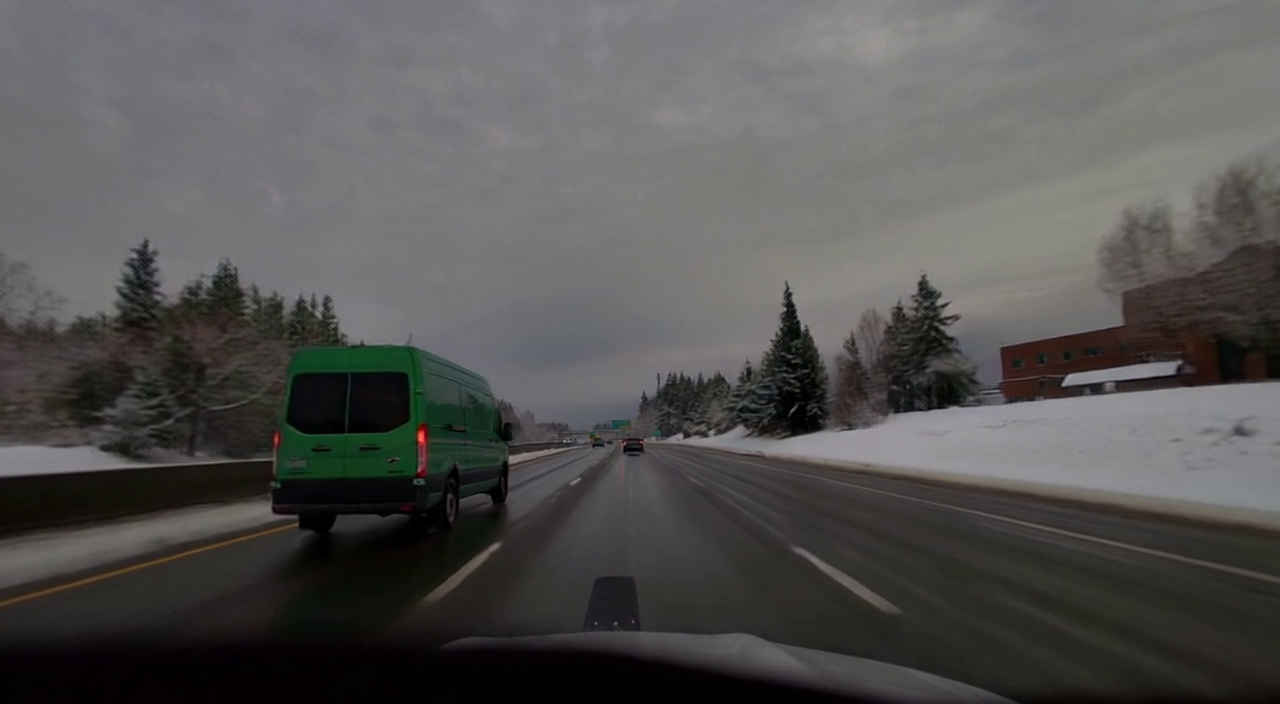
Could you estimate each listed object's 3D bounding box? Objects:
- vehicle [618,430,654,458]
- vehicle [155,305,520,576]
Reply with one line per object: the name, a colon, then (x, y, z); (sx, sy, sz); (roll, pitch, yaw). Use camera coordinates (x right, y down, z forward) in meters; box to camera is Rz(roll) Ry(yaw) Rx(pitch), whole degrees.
vehicle: (-0.272, 5.779, 39.631); (2.104, 1.646, 4.176); (0, -8, -1)
vehicle: (-3.408, 1.204, 8.966); (2.424, 2.577, 5.828); (0, -8, -2)
